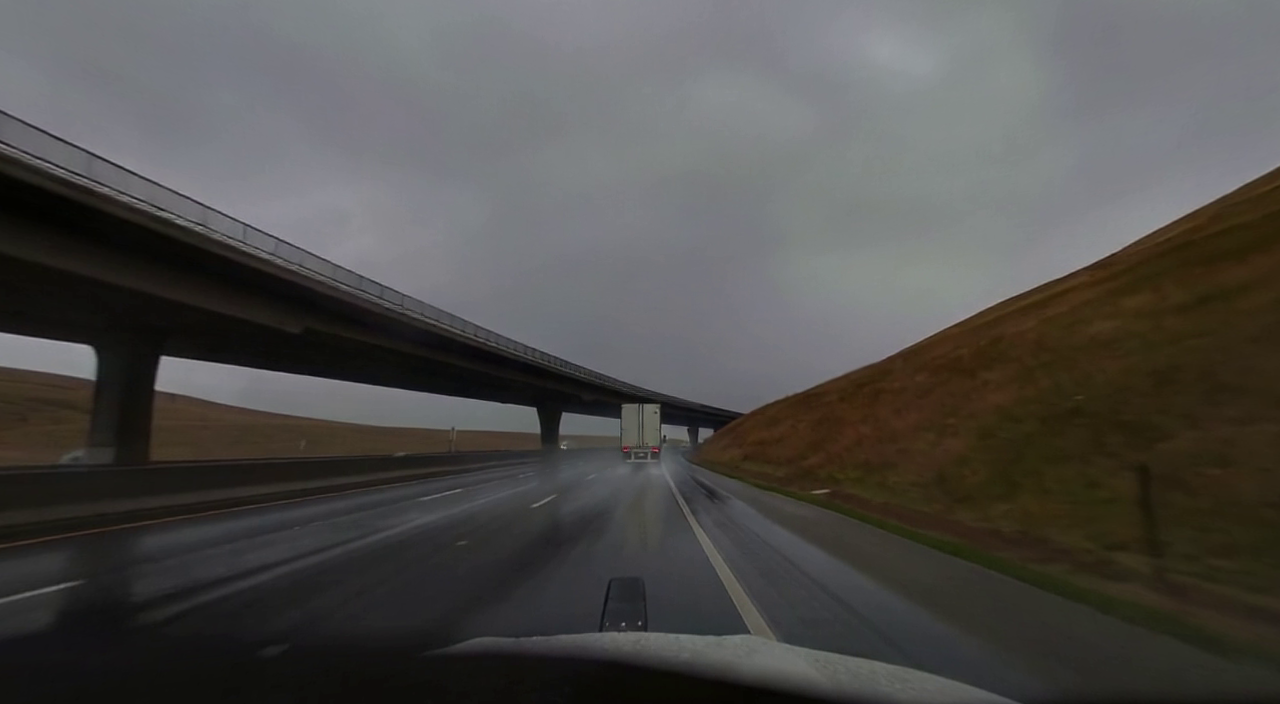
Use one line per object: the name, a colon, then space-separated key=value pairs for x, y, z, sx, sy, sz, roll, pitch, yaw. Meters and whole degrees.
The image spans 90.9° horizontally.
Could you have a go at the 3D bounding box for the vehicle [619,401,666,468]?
vehicle: x=0.118 y=5.807 z=43.652 sx=2.866 sy=4.014 sz=11.261 roll=0 pitch=-9 yaw=0
